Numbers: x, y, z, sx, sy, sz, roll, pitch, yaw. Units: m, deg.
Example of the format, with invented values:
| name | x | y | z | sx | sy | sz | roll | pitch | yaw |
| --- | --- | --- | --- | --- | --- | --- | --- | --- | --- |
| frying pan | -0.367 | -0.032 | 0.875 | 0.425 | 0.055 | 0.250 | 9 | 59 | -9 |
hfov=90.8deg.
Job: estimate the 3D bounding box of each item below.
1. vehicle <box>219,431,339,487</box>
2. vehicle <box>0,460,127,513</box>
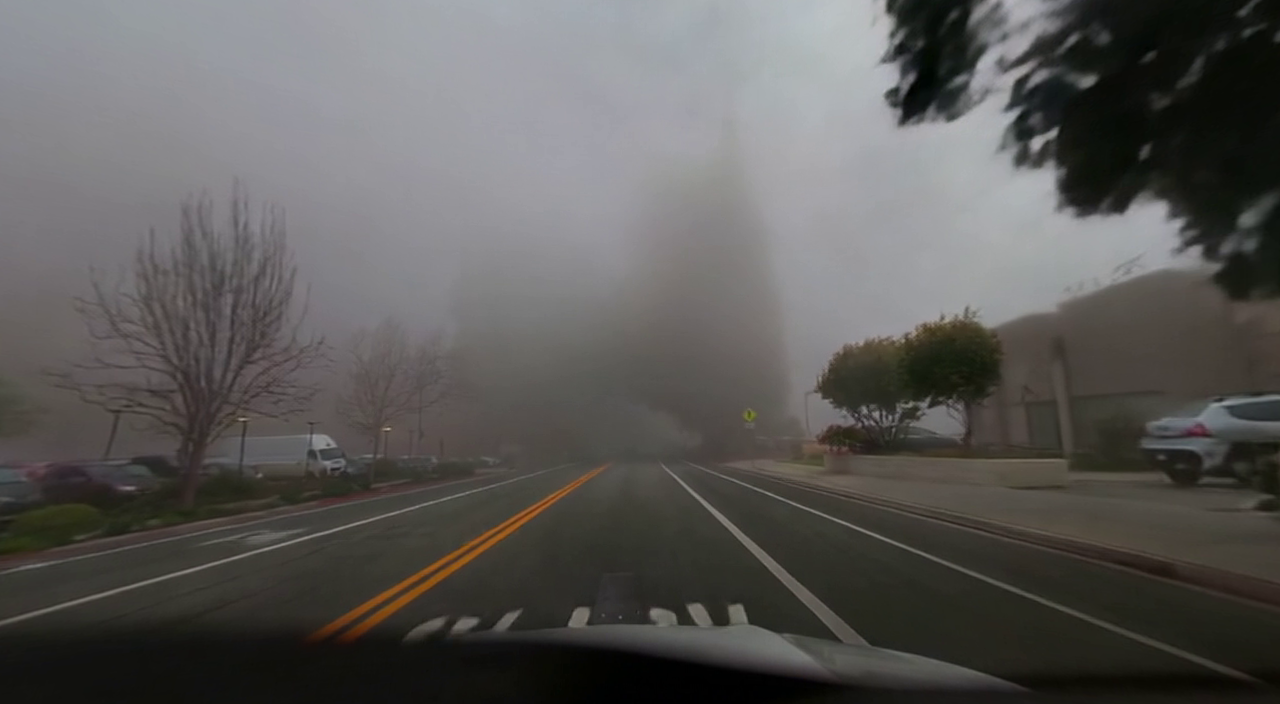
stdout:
| name | x | y | z | sx | sy | sz | roll | pitch | yaw |
| --- | --- | --- | --- | --- | --- | --- | --- | --- | --- |
| vehicle | -19.411 | 5.720 | 33.961 | 5.971 | 2.749 | 2.293 | -4 | -9 | 23 |
| vehicle | -18.670 | 4.192 | 20.015 | 4.039 | 1.482 | 1.832 | -4 | -9 | 20 |
